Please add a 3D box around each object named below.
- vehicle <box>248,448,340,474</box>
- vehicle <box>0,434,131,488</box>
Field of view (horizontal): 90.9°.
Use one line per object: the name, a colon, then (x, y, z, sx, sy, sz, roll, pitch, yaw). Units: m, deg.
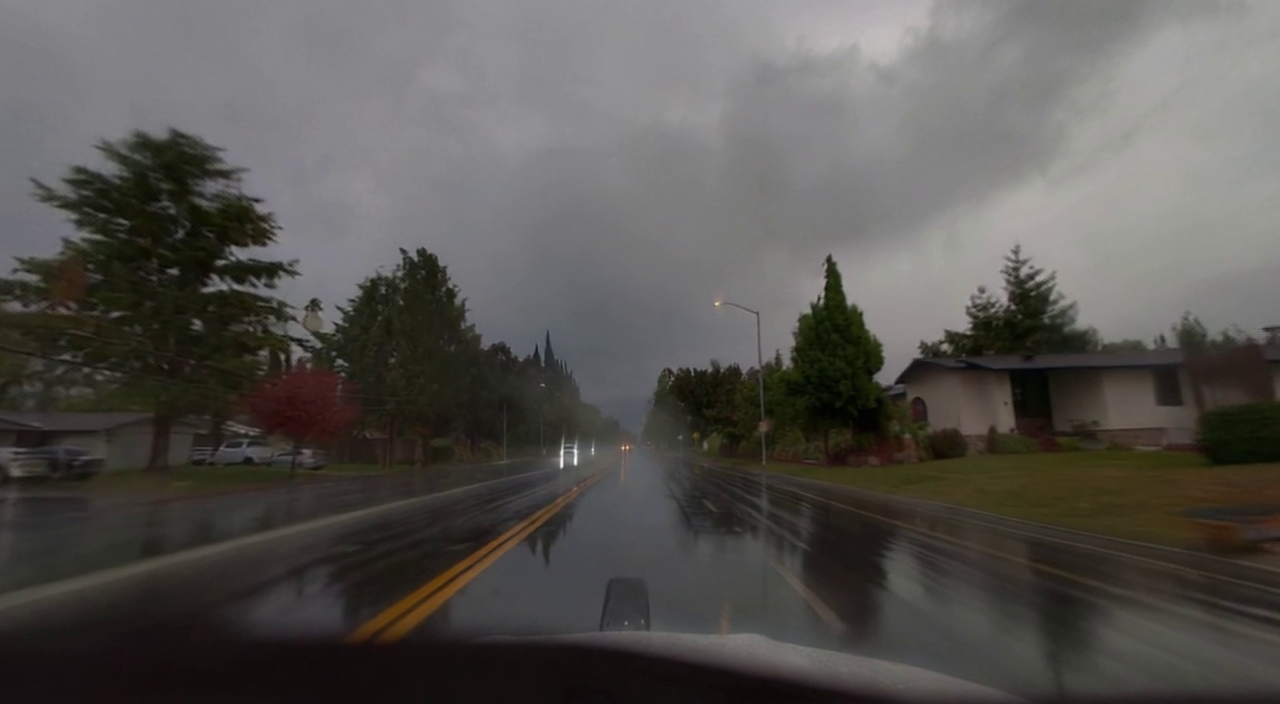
vehicle: (-21.294, 6.705, 38.961, 4.503, 1.529, 1.860, 1, -8, -7)
vehicle: (-24.495, 4.423, 25.654, 5.636, 1.965, 2.262, -2, -7, 1)
